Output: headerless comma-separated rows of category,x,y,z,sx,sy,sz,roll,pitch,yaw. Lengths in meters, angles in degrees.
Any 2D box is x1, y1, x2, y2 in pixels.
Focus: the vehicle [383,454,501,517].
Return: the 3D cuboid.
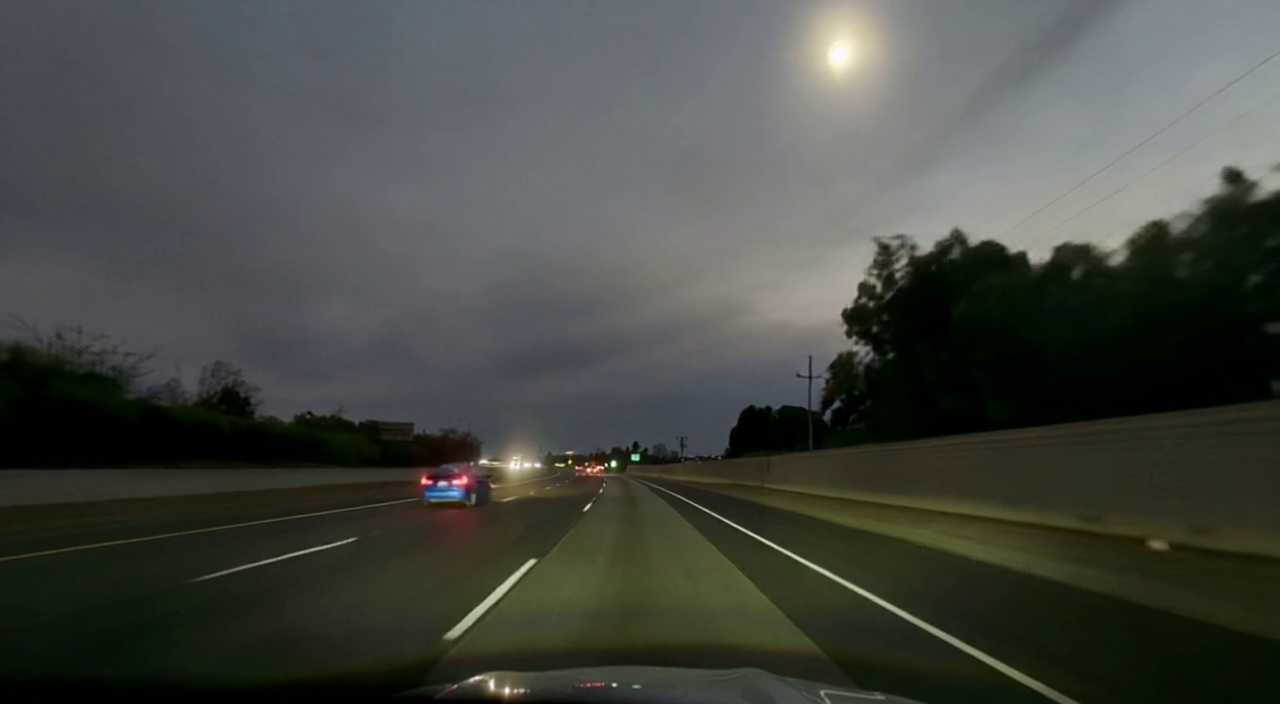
vehicle,-6.015,4.123,19.834,2.194,1.704,4.421,1,-10,0
